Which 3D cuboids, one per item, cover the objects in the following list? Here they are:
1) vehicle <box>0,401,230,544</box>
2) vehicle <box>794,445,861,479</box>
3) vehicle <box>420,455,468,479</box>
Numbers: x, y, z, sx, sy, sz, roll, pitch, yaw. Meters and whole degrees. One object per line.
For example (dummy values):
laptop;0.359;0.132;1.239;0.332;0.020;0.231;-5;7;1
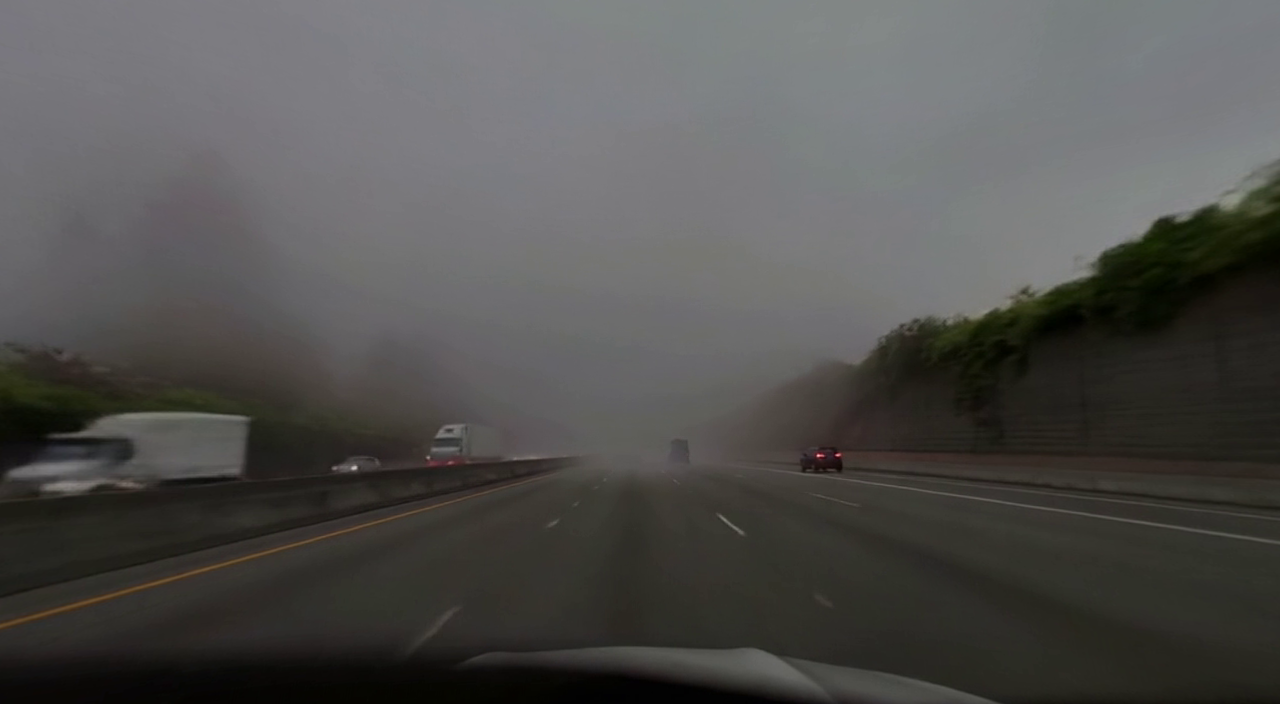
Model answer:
vehicle;-13.211;2.711;14.707;2.487;2.645;6.936;0;-9;0
vehicle;9.646;5.677;32.773;1.950;1.632;4.845;0;-9;-1
vehicle;-13.626;7.972;43.834;2.084;1.517;3.896;0;-9;0
